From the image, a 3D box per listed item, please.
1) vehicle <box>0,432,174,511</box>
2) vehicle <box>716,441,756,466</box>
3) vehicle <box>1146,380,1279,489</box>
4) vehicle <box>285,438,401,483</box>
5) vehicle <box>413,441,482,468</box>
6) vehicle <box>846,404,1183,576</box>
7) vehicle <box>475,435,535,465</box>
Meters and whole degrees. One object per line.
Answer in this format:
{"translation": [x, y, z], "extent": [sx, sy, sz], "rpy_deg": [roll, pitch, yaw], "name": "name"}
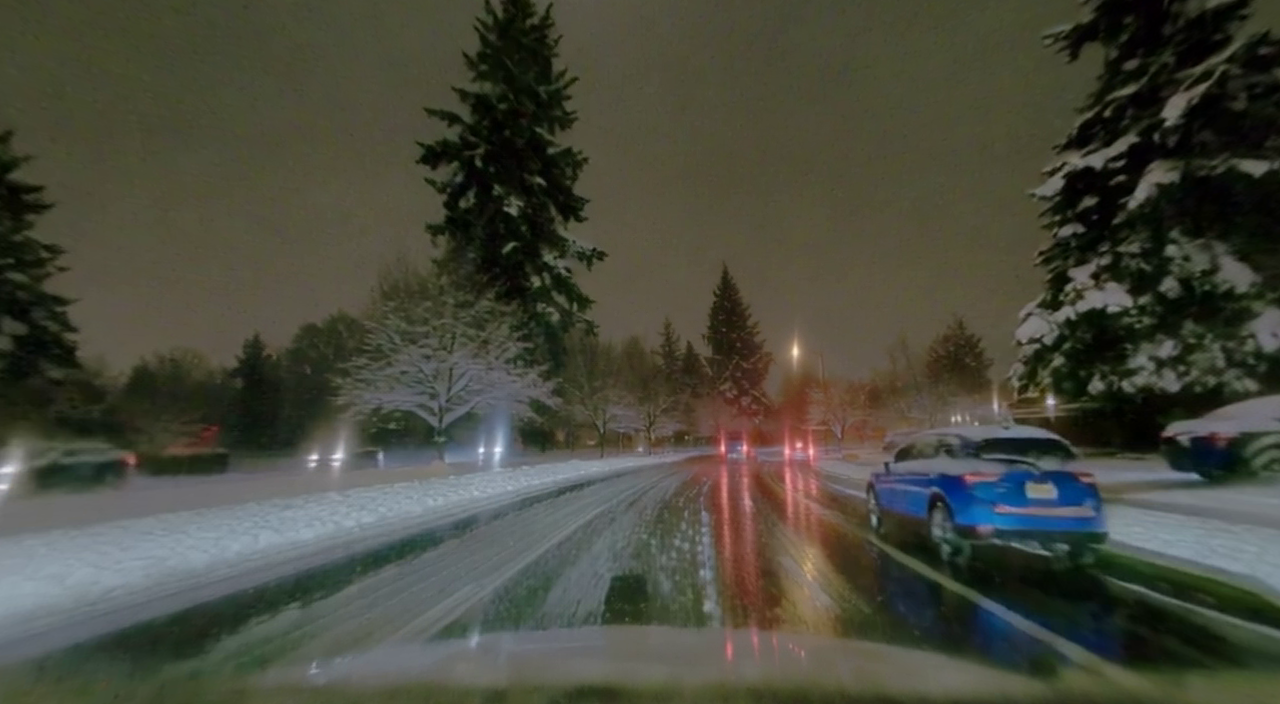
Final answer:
{"translation": [-15.973, 3.170, 17.244], "extent": [2.281, 1.822, 5.025], "rpy_deg": [-1, -8, 6], "name": "vehicle"}
{"translation": [6.216, 6.478, 40.447], "extent": [2.050, 1.456, 4.003], "rpy_deg": [-2, -9, 14], "name": "vehicle"}
{"translation": [12.106, 1.437, 11.055], "extent": [4.612, 1.721, 2.052], "rpy_deg": [0, -8, 0], "name": "vehicle"}
{"translation": [-11.221, 4.109, 24.262], "extent": [1.907, 1.539, 4.430], "rpy_deg": [-1, -8, 7], "name": "vehicle"}
{"translation": [-12.225, 6.566, 40.352], "extent": [2.006, 1.575, 4.496], "rpy_deg": [-4, -10, 17], "name": "vehicle"}
{"translation": [4.474, 1.700, 8.528], "extent": [2.169, 1.713, 4.137], "rpy_deg": [-1, -8, 4], "name": "vehicle"}
{"translation": [-8.474, 6.209, 40.002], "extent": [2.071, 1.728, 4.514], "rpy_deg": [-2, -9, 12], "name": "vehicle"}
